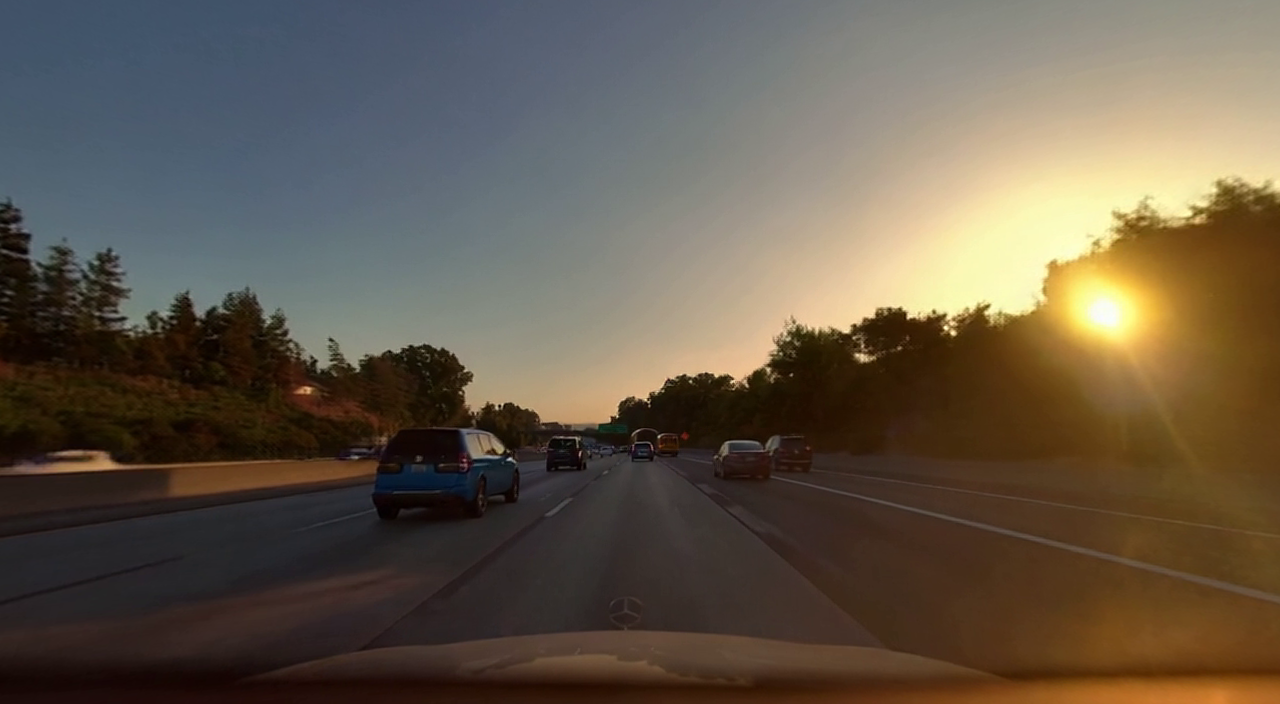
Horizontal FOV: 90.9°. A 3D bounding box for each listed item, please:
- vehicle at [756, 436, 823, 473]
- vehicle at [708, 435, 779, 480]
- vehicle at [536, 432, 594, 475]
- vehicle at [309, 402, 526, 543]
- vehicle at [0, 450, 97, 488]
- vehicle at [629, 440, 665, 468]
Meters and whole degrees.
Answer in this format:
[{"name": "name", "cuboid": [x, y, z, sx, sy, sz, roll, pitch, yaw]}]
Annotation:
[{"name": "vehicle", "cuboid": [7.980, 5.515, 34.228, 2.191, 1.807, 5.692, 0, -8, 0]}, {"name": "vehicle", "cuboid": [4.093, 4.247, 25.652, 2.050, 1.661, 4.636, 0, -8, -1]}, {"name": "vehicle", "cuboid": [-3.497, 4.823, 30.199, 2.155, 1.843, 4.567, 0, -8, 1]}, {"name": "vehicle", "cuboid": [-3.429, 1.962, 10.851, 2.016, 1.898, 4.458, 0, -8, 1]}, {"name": "vehicle", "cuboid": [-26.828, 5.083, 27.710, 1.860, 1.513, 4.489, 0, -8, 1]}, {"name": "vehicle", "cuboid": [0.420, 6.227, 38.686, 2.042, 1.632, 3.654, 0, -8, 0]}]
